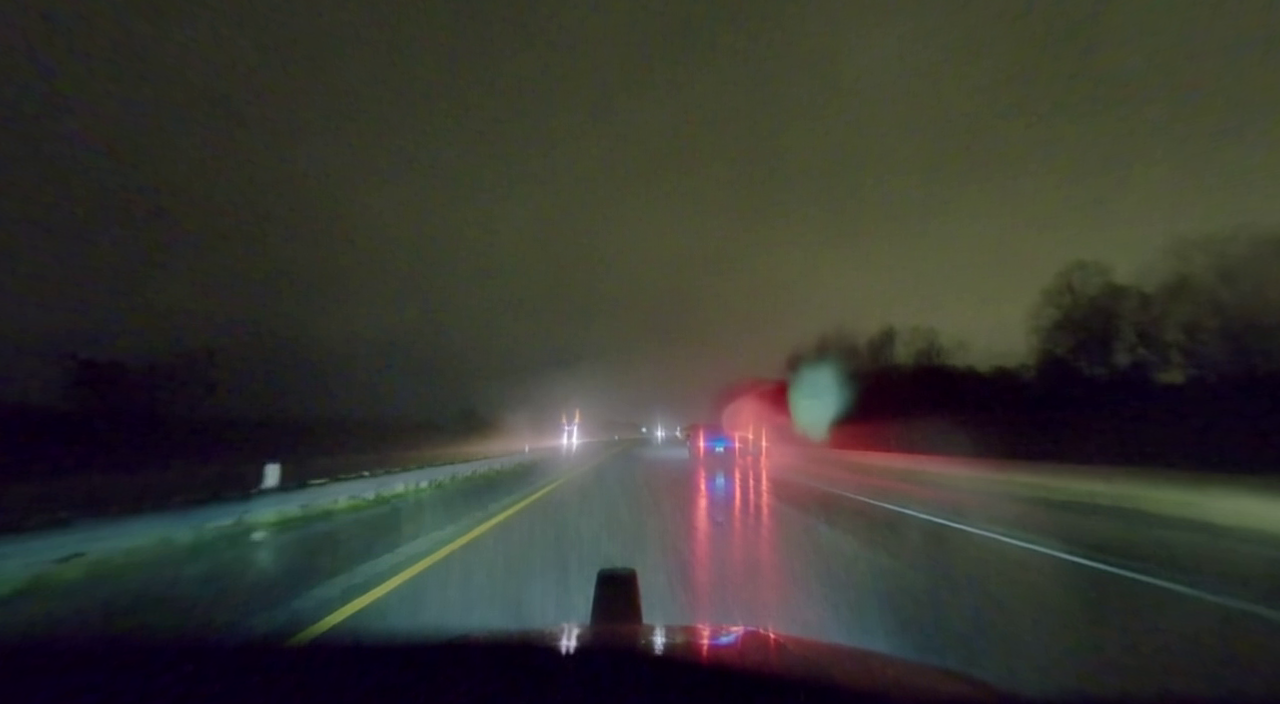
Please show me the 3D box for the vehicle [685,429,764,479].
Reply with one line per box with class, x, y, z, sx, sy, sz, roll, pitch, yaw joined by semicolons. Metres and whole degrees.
vehicle;2.825;3.528;22.090;2.084;1.583;4.420;0;-8;-1
